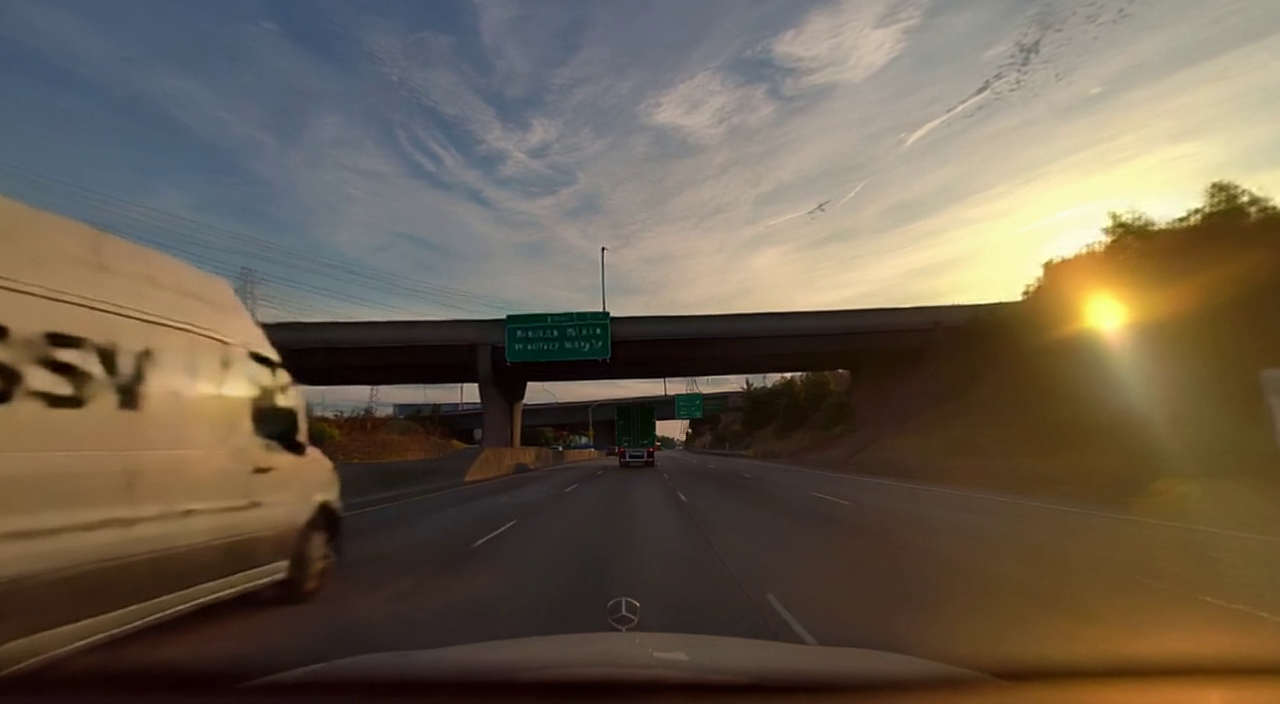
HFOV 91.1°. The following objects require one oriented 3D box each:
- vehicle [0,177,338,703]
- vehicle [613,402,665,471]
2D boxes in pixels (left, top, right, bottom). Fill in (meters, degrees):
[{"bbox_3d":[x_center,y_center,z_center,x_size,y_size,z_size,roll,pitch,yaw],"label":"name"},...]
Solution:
[{"bbox_3d":[-3.608,0.519,2.178,2.404,2.371,5.310,0,-9,0],"label":"vehicle"},{"bbox_3d":[-0.165,5.900,43.031,3.025,4.002,12.709,0,-9,-1],"label":"vehicle"}]
